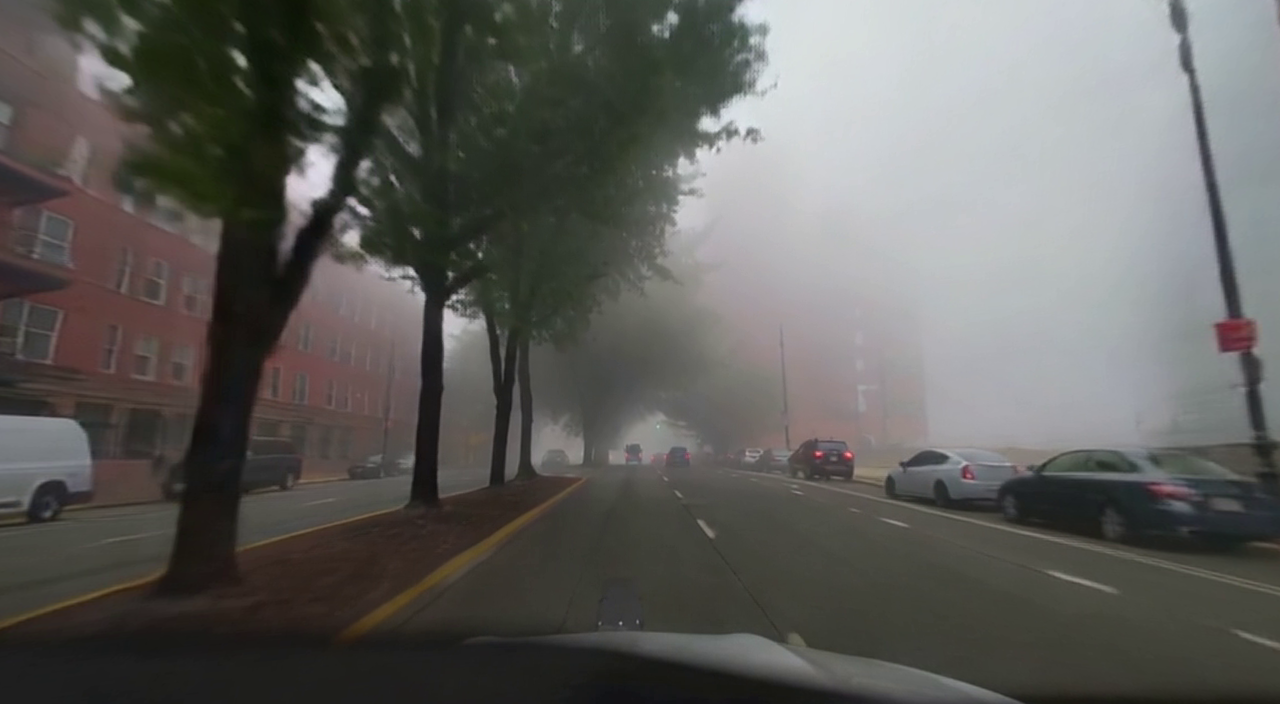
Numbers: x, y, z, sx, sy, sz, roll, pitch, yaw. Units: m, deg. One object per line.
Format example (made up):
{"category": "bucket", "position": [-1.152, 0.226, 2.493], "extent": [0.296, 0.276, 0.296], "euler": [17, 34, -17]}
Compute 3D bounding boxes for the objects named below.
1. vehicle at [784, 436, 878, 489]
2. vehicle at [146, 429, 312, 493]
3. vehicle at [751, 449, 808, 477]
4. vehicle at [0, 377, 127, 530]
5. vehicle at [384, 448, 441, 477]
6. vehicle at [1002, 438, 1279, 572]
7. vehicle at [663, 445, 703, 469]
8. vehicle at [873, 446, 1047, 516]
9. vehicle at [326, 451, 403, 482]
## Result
{"category": "vehicle", "position": [7.892, 4.618, 26.785], "extent": [2.305, 1.984, 5.002], "euler": [0, -9, -1]}
{"category": "vehicle", "position": [-14.325, 3.993, 22.574], "extent": [2.330, 2.013, 5.310], "euler": [0, -12, -1]}
{"category": "vehicle", "position": [7.845, 6.300, 36.024], "extent": [2.030, 1.444, 4.832], "euler": [0, -9, -2]}
{"category": "vehicle", "position": [-14.604, 1.985, 12.432], "extent": [3.047, 3.098, 6.783], "euler": [1, -8, 2]}
{"category": "vehicle", "position": [-15.054, 7.287, 42.058], "extent": [2.063, 1.735, 4.317], "euler": [1, -8, 1]}
{"category": "vehicle", "position": [7.882, 2.204, 9.840], "extent": [2.054, 1.628, 3.841], "euler": [0, -9, -2]}
{"category": "vehicle", "position": [2.850, 7.142, 43.138], "extent": [2.238, 1.499, 4.964], "euler": [0, -8, -2]}
{"category": "vehicle", "position": [7.846, 3.183, 16.115], "extent": [2.018, 1.489, 4.620], "euler": [-1, -9, 0]}
{"category": "vehicle", "position": [-14.995, 6.244, 34.717], "extent": [1.953, 1.456, 4.690], "euler": [0, -8, 2]}
